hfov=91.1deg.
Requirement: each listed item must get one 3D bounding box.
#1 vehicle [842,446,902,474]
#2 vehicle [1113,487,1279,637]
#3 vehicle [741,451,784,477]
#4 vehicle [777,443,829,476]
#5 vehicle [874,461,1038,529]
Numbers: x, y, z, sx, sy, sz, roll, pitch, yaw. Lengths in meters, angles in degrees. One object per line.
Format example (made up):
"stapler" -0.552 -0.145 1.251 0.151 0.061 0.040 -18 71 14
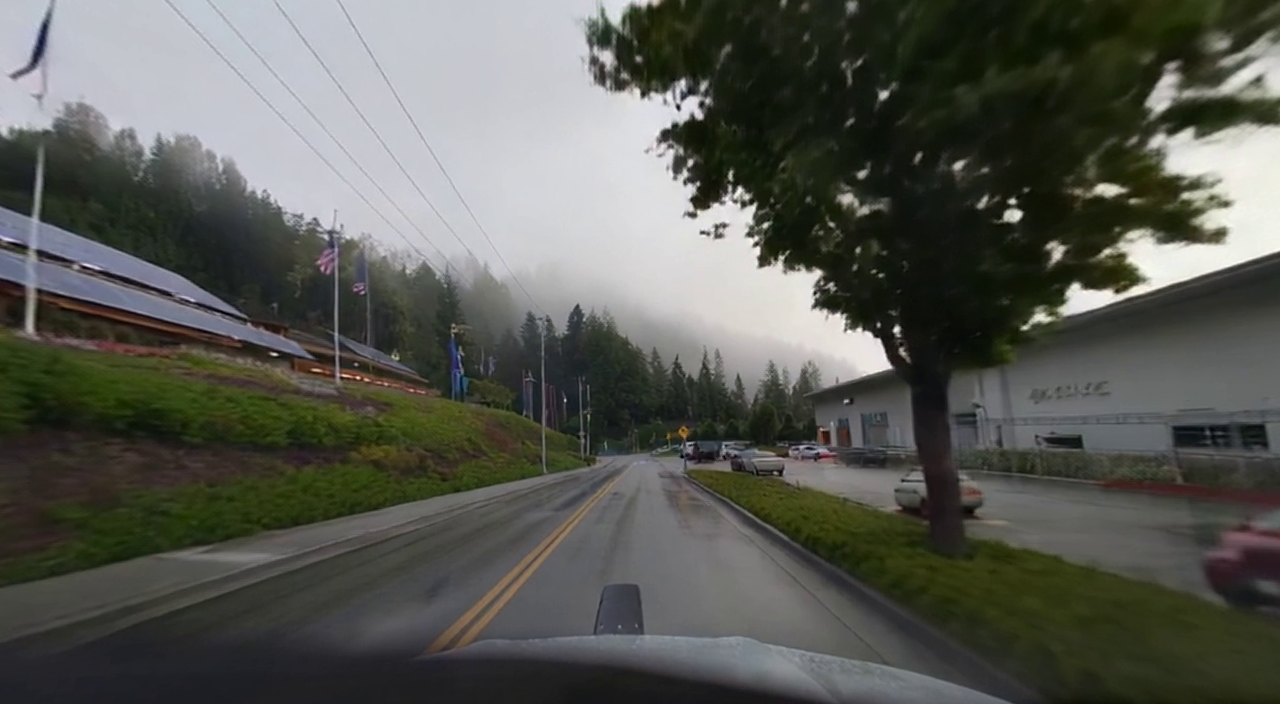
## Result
"vehicle" 14.711 6.844 40.121 1.947 1.657 4.314 0 -9 -4
"vehicle" 8.322 2.383 7.518 3.774 1.358 1.792 -2 -8 2
"vehicle" 7.735 7.100 39.992 1.909 1.496 4.079 0 -9 0
"vehicle" 10.396 6.883 40.452 2.113 1.945 4.546 -1 -9 1
"vehicle" 8.109 3.657 16.574 1.981 1.471 3.636 1 -9 -10
